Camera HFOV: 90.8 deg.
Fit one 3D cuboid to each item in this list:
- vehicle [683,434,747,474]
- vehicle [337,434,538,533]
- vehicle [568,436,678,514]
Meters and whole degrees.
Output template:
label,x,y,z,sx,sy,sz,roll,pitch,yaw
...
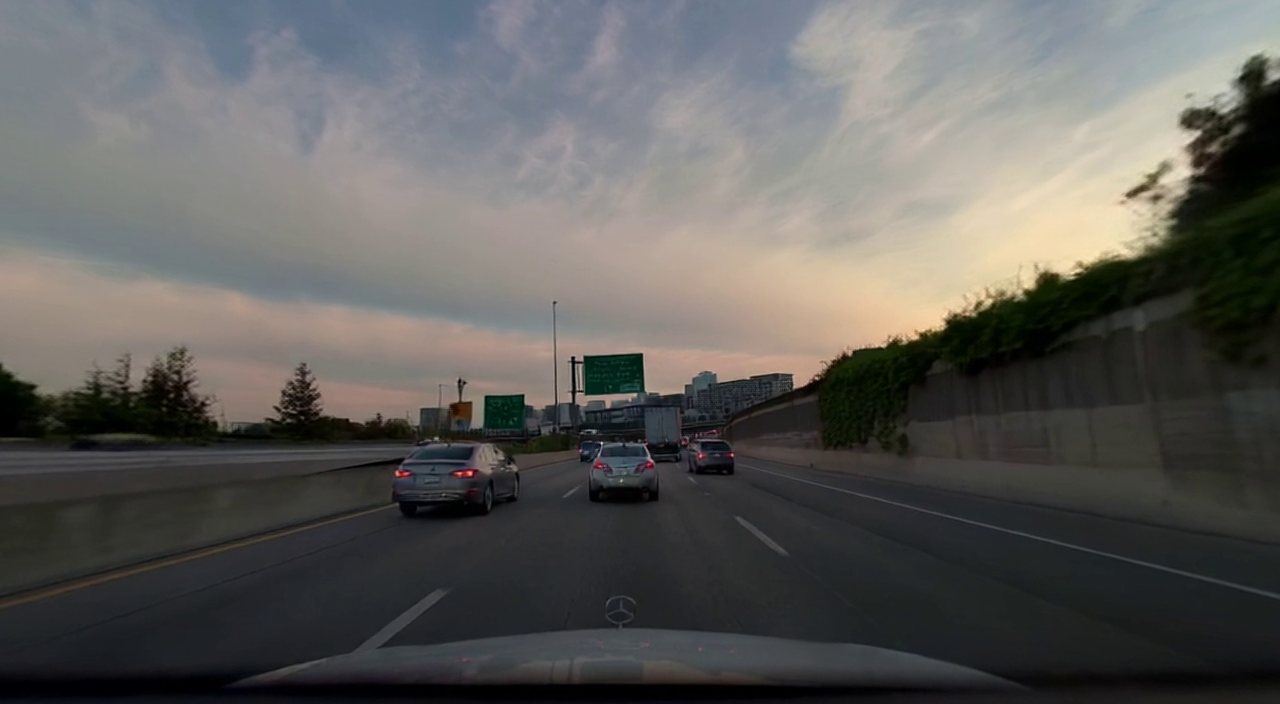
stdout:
label,x,y,z,sx,sy,sz,roll,pitch,yaw
vehicle,3.324,4.652,28.923,2.166,1.666,4.618,0,-9,-2
vehicle,-3.516,2.403,12.220,2.130,1.474,5.027,-1,-9,1
vehicle,-0.296,2.684,14.237,2.136,1.470,3.971,-1,-9,1
